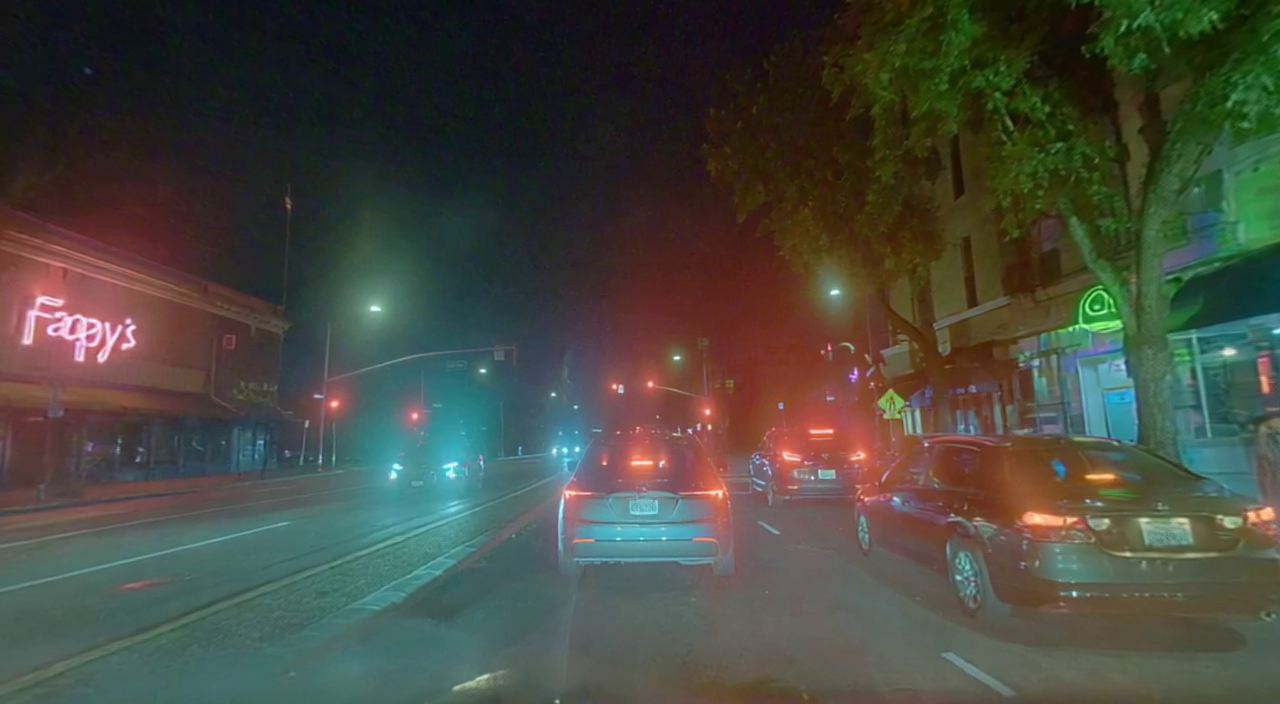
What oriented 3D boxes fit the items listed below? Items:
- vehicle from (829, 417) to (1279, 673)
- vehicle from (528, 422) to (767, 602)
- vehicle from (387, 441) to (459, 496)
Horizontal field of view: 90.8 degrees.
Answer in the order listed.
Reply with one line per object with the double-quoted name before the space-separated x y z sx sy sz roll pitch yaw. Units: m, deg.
"vehicle" 3.395 1.447 5.859 1.988 1.480 4.195 0 -9 0
"vehicle" 0.042 1.618 7.154 2.006 1.487 3.535 0 -9 -1
"vehicle" -6.886 3.670 20.394 1.898 1.542 4.689 2 -9 -16
